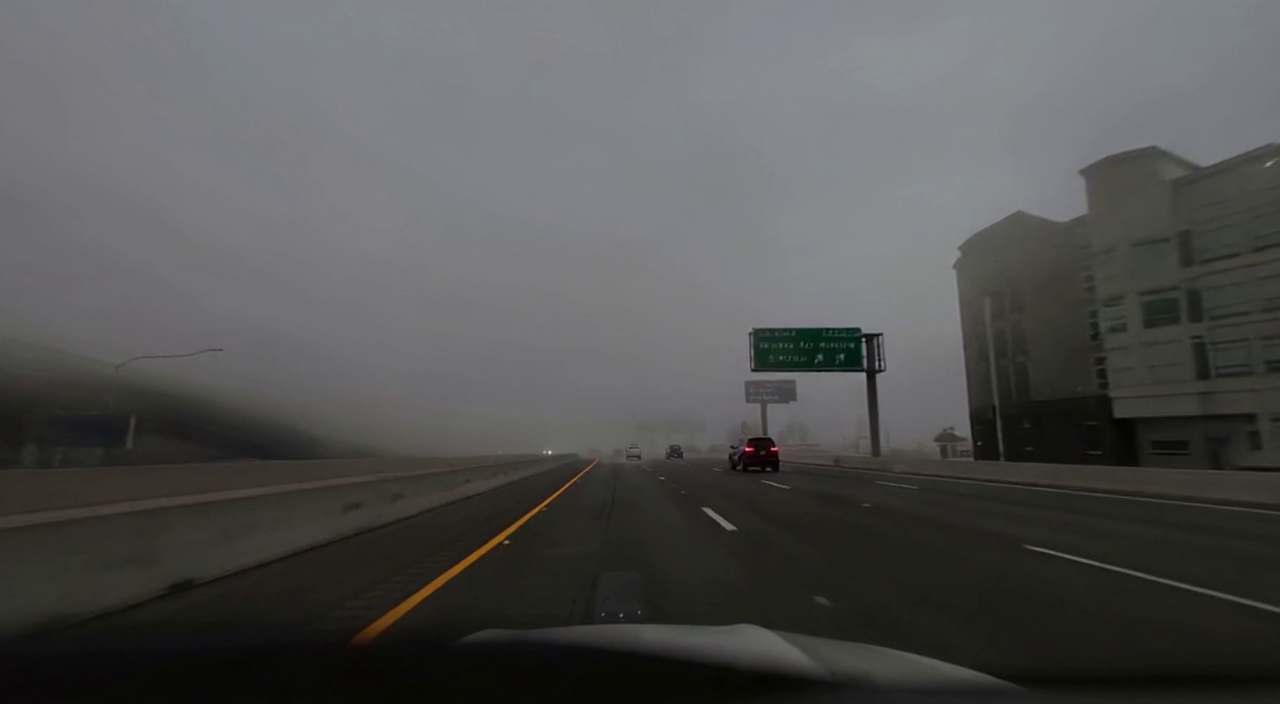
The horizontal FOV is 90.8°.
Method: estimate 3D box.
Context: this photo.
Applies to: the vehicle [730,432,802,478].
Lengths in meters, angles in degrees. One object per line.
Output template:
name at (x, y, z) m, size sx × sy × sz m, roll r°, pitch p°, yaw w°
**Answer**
vehicle at (5.775, 4.803, 29.762) m, size 2.181 × 1.952 × 4.973 m, roll 0°, pitch -9°, yaw -2°
